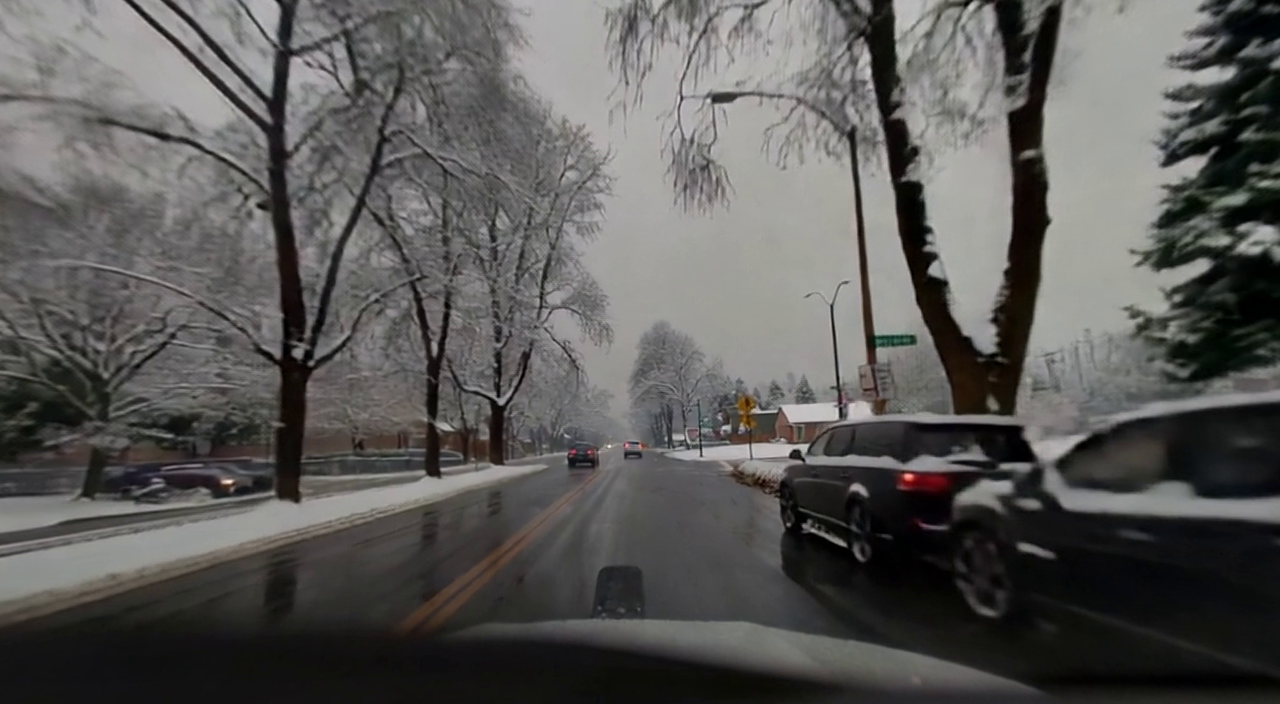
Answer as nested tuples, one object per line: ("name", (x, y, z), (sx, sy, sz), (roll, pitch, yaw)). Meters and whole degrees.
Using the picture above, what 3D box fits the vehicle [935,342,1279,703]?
("vehicle", (3.538, 0.912, 2.892), (2.113, 1.760, 4.432), (0, -9, -1))

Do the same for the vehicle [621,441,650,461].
("vehicle", (-0.388, 7.775, 49.680), (2.142, 1.548, 4.273), (0, -9, -1))

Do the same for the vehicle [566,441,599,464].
("vehicle", (-4.294, 7.584, 47.766), (2.129, 1.668, 4.722), (0, -9, 0))
